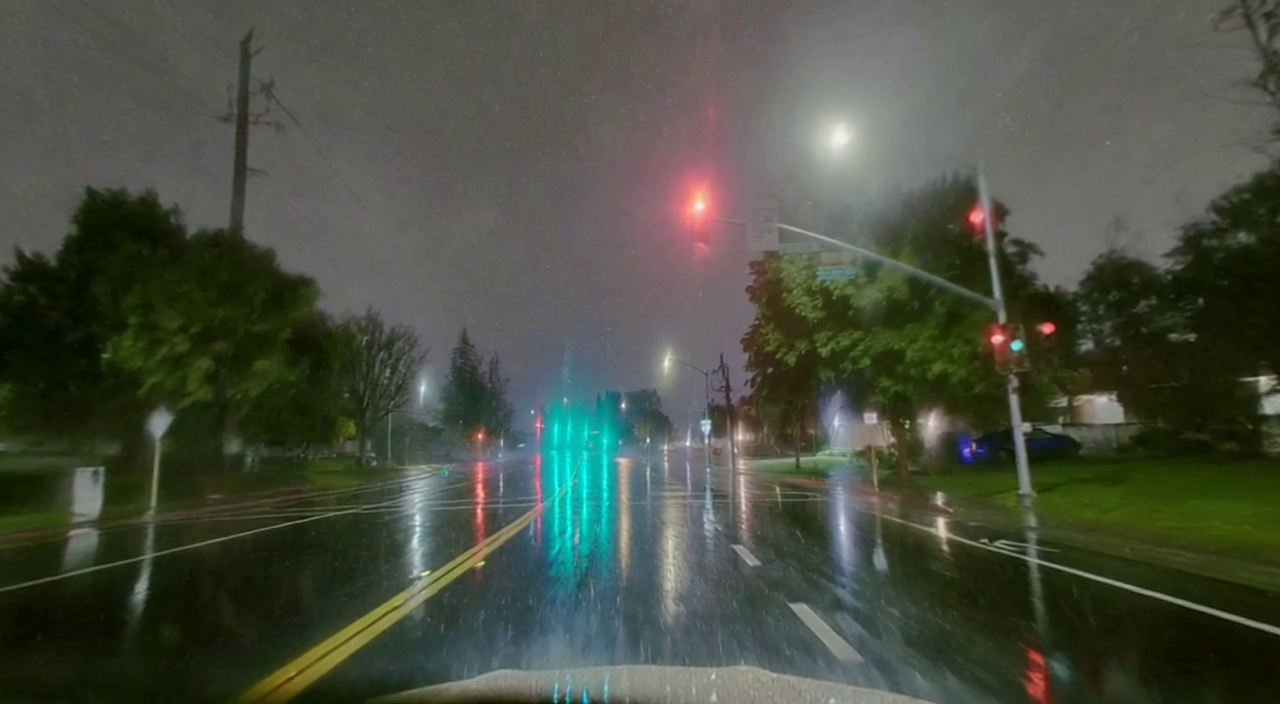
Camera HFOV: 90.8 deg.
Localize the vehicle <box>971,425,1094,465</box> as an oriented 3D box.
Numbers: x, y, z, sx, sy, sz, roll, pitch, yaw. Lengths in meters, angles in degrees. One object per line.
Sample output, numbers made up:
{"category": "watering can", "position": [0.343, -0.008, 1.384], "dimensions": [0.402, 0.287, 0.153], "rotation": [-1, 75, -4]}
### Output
{"category": "vehicle", "position": [18.304, 4.358, 29.557], "dimensions": [4.631, 1.757, 2.026], "rotation": [2, -9, -10]}
